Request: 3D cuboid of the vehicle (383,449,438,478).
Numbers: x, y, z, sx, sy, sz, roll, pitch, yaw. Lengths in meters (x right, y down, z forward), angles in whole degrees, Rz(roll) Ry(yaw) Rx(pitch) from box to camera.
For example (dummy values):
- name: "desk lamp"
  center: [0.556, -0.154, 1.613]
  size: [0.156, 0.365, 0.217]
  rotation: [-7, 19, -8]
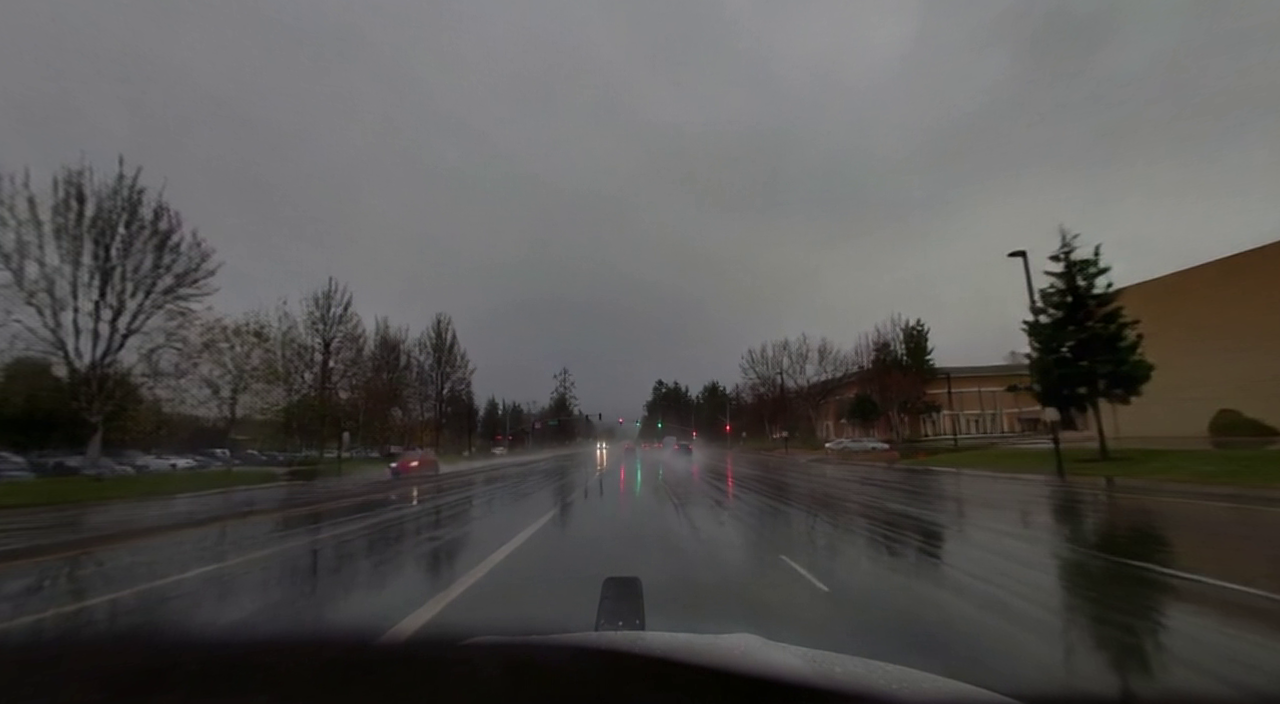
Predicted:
- name: "vehicle"
  center: [-15.110, 7.347, 41.827]
  size: [1.998, 1.785, 4.362]
  rotation: [0, -8, 0]
